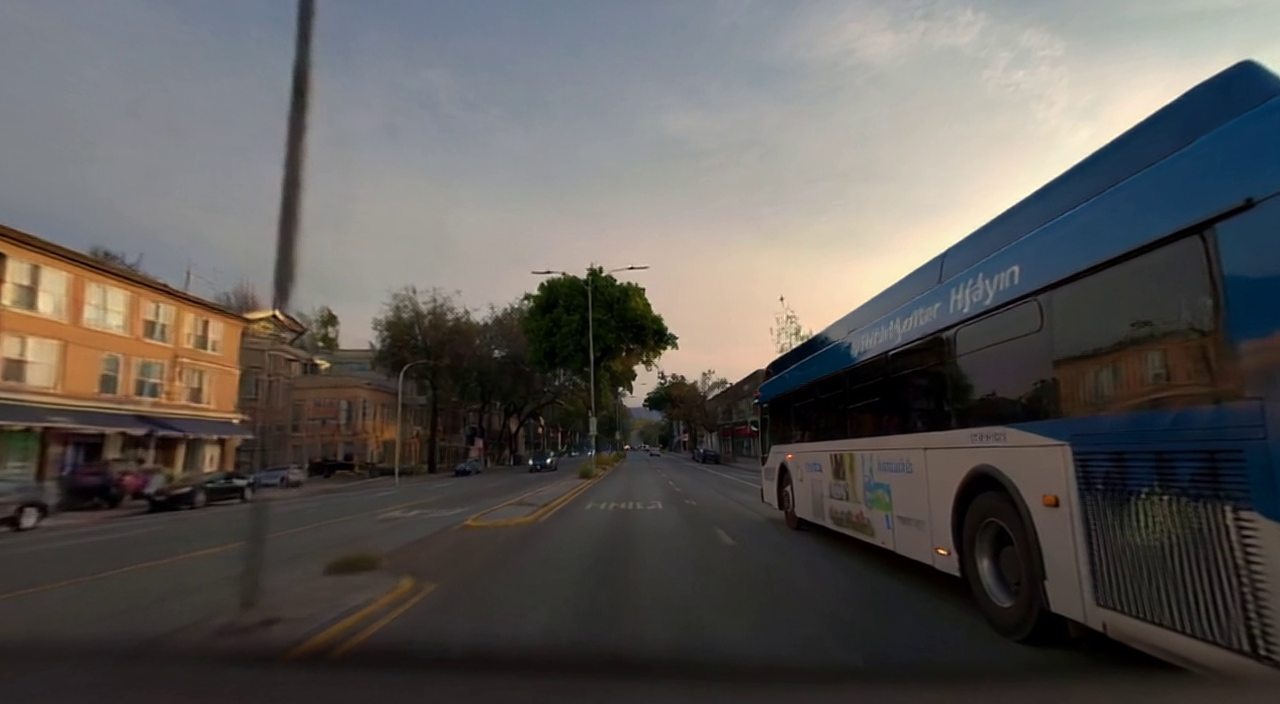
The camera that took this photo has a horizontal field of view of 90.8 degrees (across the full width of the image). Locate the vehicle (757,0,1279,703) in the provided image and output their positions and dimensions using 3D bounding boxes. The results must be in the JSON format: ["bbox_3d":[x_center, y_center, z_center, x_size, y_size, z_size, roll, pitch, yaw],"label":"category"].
[{"bbox_3d":[4.043,0.579,5.918,3.194,3.345,12.428,0,-8,-2],"label":"vehicle"}]

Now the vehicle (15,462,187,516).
[{"bbox_3d":[-19.285,4.883,22.784,4.325,1.777,1.948,0,-9,-1],"label":"vehicle"}]

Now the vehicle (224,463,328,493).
[{"bbox_3d":[-19.549,6.760,34.057,4.409,1.508,1.803,0,-9,-3],"label":"vehicle"}]
